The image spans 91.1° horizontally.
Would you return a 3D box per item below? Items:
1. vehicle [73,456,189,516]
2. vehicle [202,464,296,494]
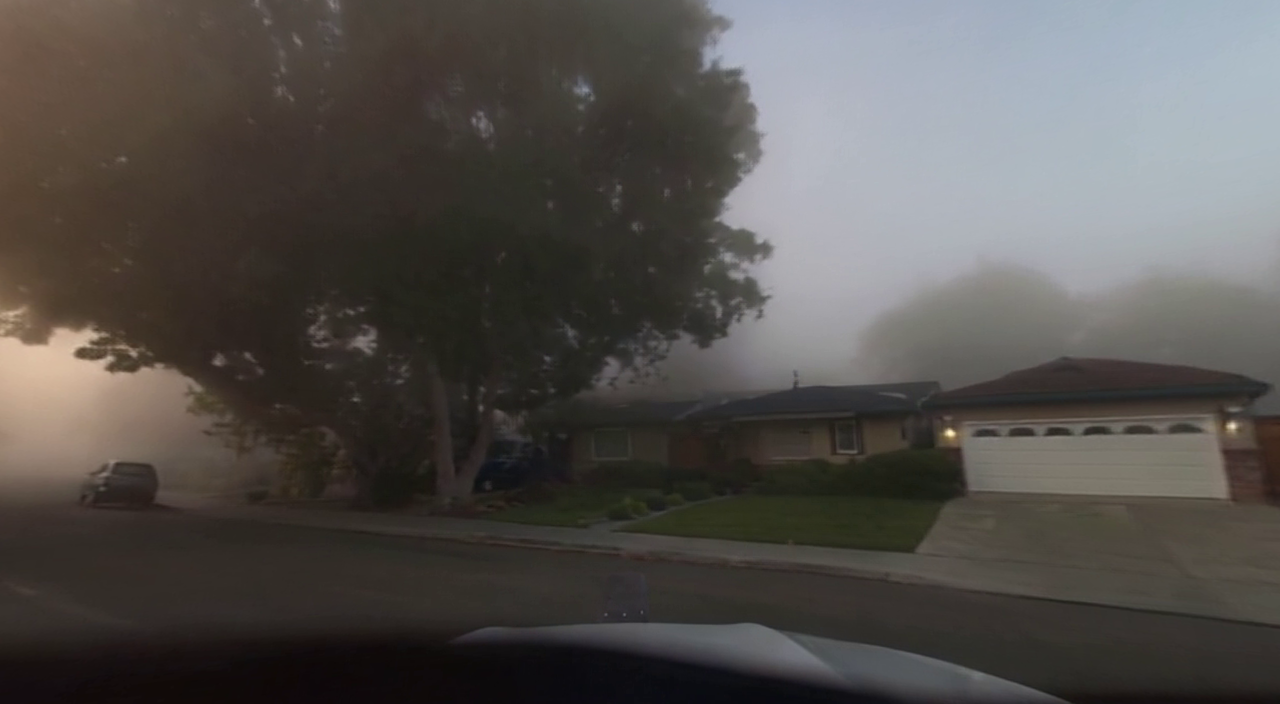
[{"bbox_3d":[-17.751,4.556,21.827,4.591,1.760,2.163,-7,-11,40],"label":"vehicle"},{"bbox_3d":[-22.554,7.287,36.282,4.457,1.510,1.762,6,-10,-34],"label":"vehicle"}]
